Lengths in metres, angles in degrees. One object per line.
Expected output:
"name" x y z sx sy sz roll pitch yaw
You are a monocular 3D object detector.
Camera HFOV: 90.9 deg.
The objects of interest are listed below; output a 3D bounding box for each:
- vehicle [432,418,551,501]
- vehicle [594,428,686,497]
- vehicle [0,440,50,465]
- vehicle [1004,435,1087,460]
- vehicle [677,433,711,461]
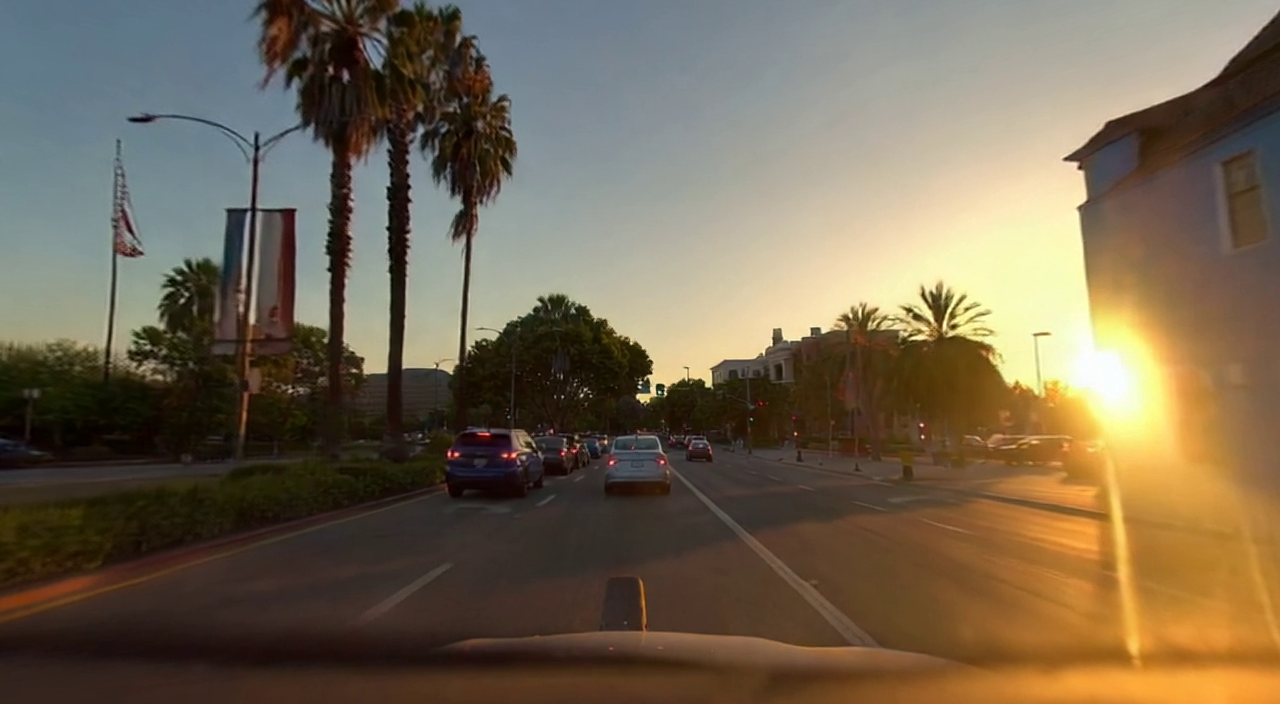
"vehicle" -3.469 2.611 15.610 1.914 1.741 4.398 0 -9 -1
"vehicle" -0.006 2.874 16.693 2.114 1.585 4.285 0 -9 0
"vehicle" -36.961 5.837 36.757 1.608 1.428 3.457 -8 -12 42
"vehicle" 25.438 6.020 39.622 3.914 1.427 1.779 -1 -8 1
"vehicle" 3.712 6.727 44.455 1.992 1.834 4.572 0 -9 0
